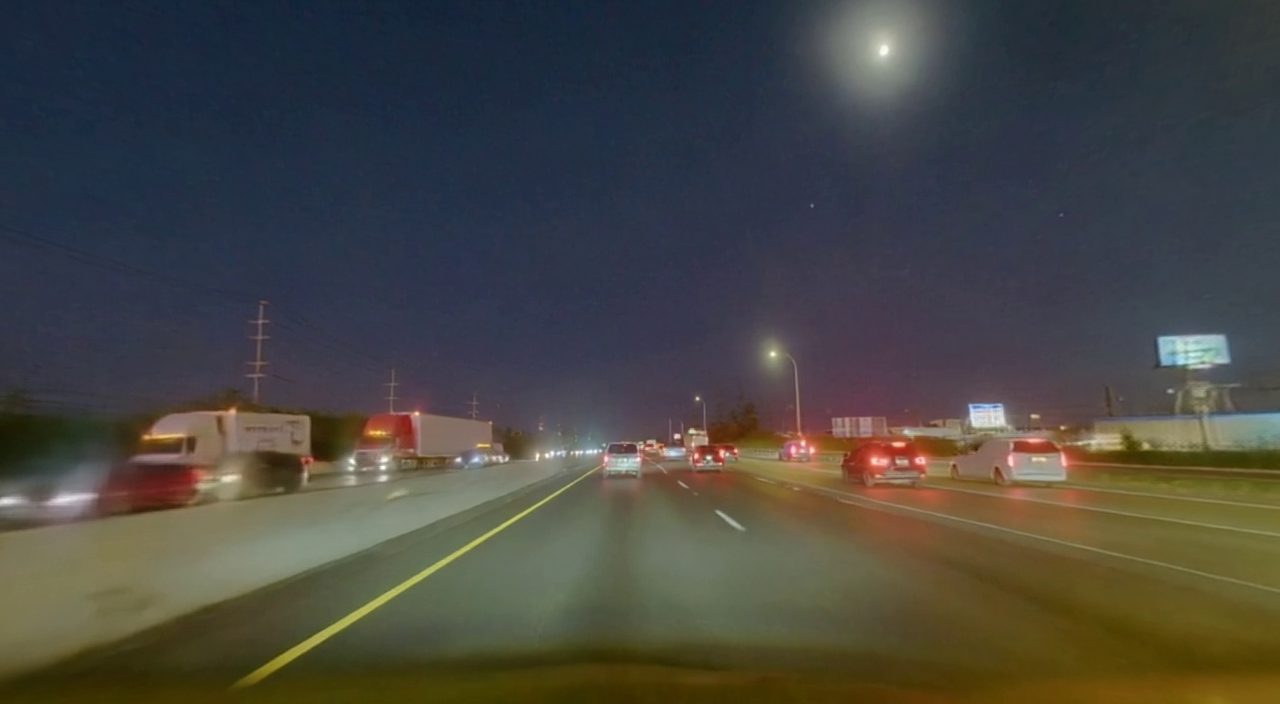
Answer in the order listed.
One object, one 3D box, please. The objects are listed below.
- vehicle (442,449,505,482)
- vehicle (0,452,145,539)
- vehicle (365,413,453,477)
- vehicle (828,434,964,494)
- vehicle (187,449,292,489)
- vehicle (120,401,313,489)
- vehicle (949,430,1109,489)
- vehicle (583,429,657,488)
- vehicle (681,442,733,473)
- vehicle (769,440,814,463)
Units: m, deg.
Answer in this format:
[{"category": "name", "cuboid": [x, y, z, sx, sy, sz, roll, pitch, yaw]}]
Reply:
[{"category": "vehicle", "cuboid": [-8.115, 5.562, 31.247, 1.897, 1.470, 4.474, 0, -8, 0]}, {"category": "vehicle", "cuboid": [-12.154, 2.680, 12.048, 1.872, 1.465, 4.455, 0, -8, -1]}, {"category": "vehicle", "cuboid": [-15.620, 6.389, 43.550, 3.032, 3.968, 8.215, 0, -8, -1]}, {"category": "vehicle", "cuboid": [6.952, 3.074, 17.747, 1.958, 1.473, 4.201, 0, -8, -1]}, {"category": "vehicle", "cuboid": [-18.381, 5.358, 29.310, 1.866, 1.689, 4.569, 0, -8, -1]}, {"category": "vehicle", "cuboid": [-22.705, 5.176, 35.165, 2.958, 4.081, 11.148, 0, -8, 0]}, {"category": "vehicle", "cuboid": [11.159, 3.102, 18.543, 1.944, 1.505, 4.138, 0, -8, -2]}, {"category": "vehicle", "cuboid": [-0.640, 3.663, 21.979, 2.298, 1.809, 4.359, 0, -8, 0]}, {"category": "vehicle", "cuboid": [3.310, 5.319, 32.178, 1.934, 1.461, 4.368, 1, -8, -3]}, {"category": "vehicle", "cuboid": [10.522, 6.939, 44.249, 1.901, 1.485, 4.483, 0, -8, -2]}]
